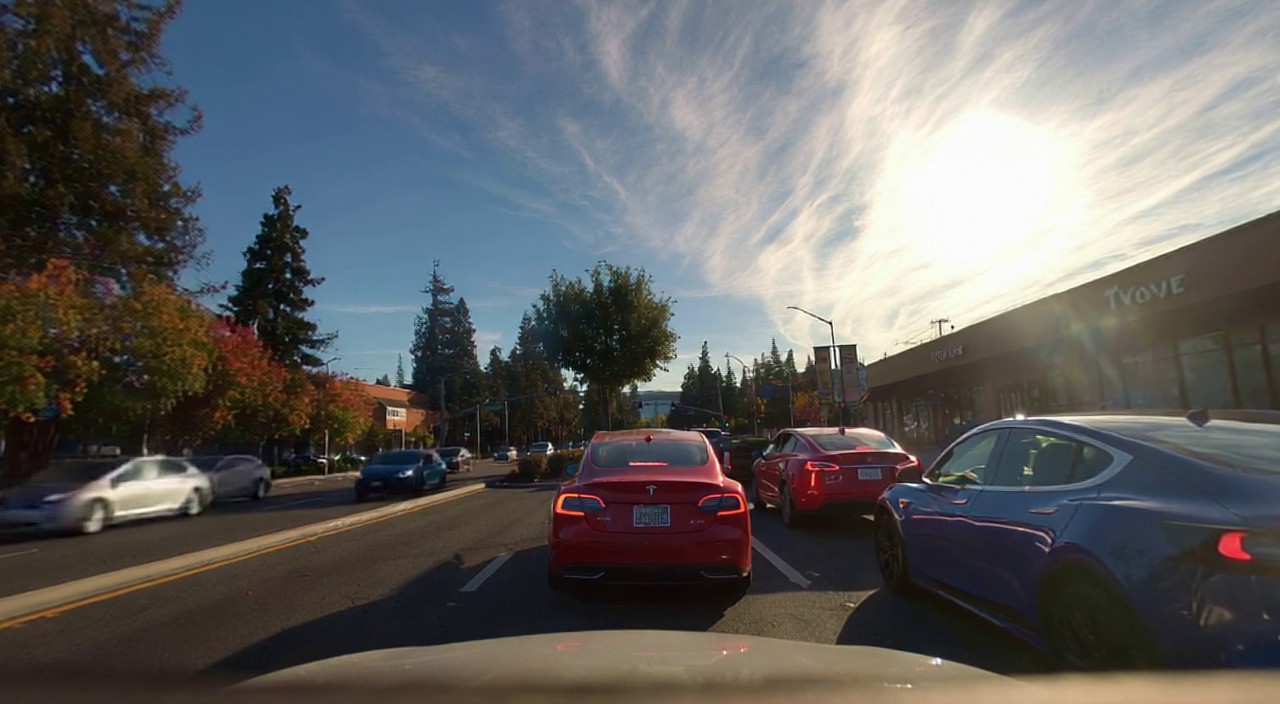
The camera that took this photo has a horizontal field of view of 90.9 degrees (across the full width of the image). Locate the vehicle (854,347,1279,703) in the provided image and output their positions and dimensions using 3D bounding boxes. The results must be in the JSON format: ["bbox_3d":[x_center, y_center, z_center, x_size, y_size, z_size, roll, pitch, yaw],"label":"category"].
[{"bbox_3d":[3.194,1.098,4.071,2.038,1.651,4.455,0,-8,0],"label":"vehicle"}]

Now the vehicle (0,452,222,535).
[{"bbox_3d":[-11.806,3.010,14.073,1.892,1.479,4.355,0,-8,1],"label":"vehicle"}]

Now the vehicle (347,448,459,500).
[{"bbox_3d":[-7.619,3.929,20.760,1.979,1.490,4.225,0,-8,1],"label":"vehicle"}]

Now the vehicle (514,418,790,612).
[{"bbox_3d":[0.102,1.558,6.935,2.137,1.488,3.938,0,-8,0],"label":"vehicle"}]
